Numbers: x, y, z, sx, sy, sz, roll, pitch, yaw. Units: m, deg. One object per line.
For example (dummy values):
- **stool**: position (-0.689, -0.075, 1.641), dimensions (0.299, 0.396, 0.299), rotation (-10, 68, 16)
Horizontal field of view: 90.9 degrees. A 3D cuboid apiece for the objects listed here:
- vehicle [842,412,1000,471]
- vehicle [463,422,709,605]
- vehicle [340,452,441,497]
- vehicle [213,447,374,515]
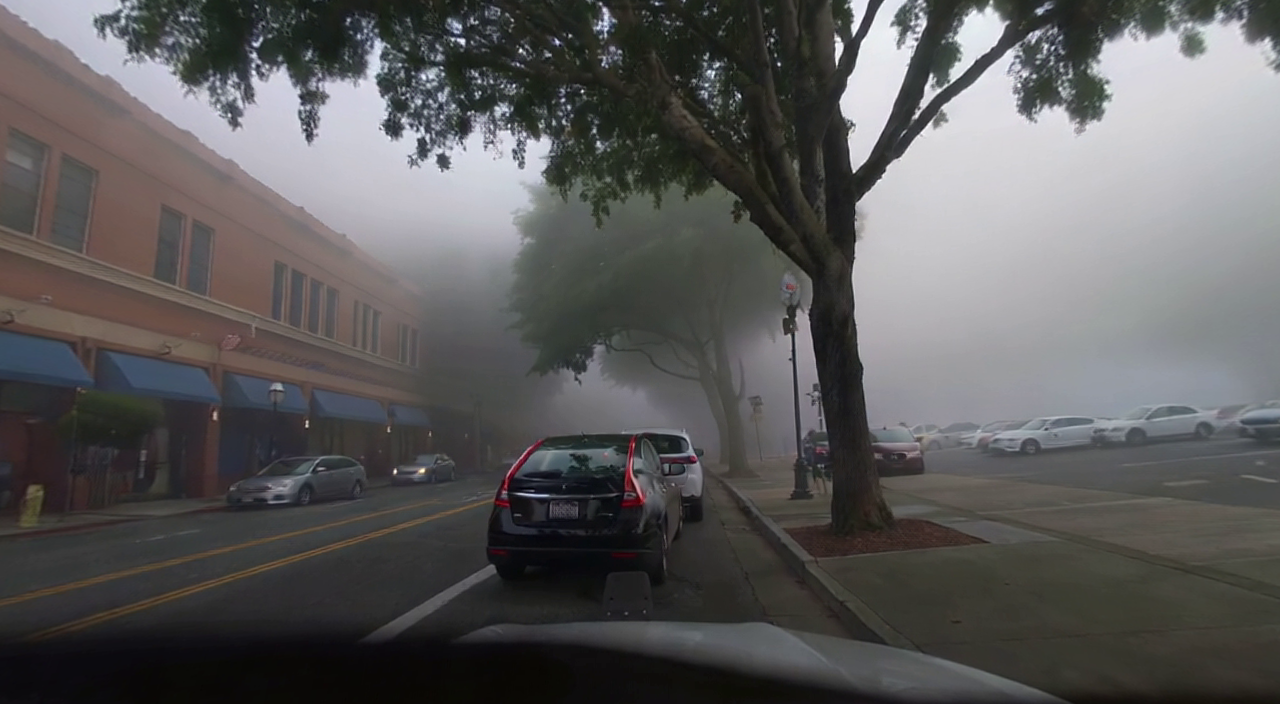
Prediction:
- **vehicle**: position (9.013, 2.828, 20.230), dimensions (4.558, 1.528, 1.915), rotation (0, -8, -23)
- **vehicle**: position (-0.271, 1.634, 7.301), dimensions (1.939, 1.478, 3.922), rotation (-1, -8, 9)
- **vehicle**: position (-10.259, 5.032, 26.284), dimensions (1.826, 1.432, 4.556), rotation (-7, -9, 8)
- **vehicle**: position (-11.007, 4.068, 20.593), dimensions (2.081, 1.718, 5.342), rotation (-6, -9, 3)
